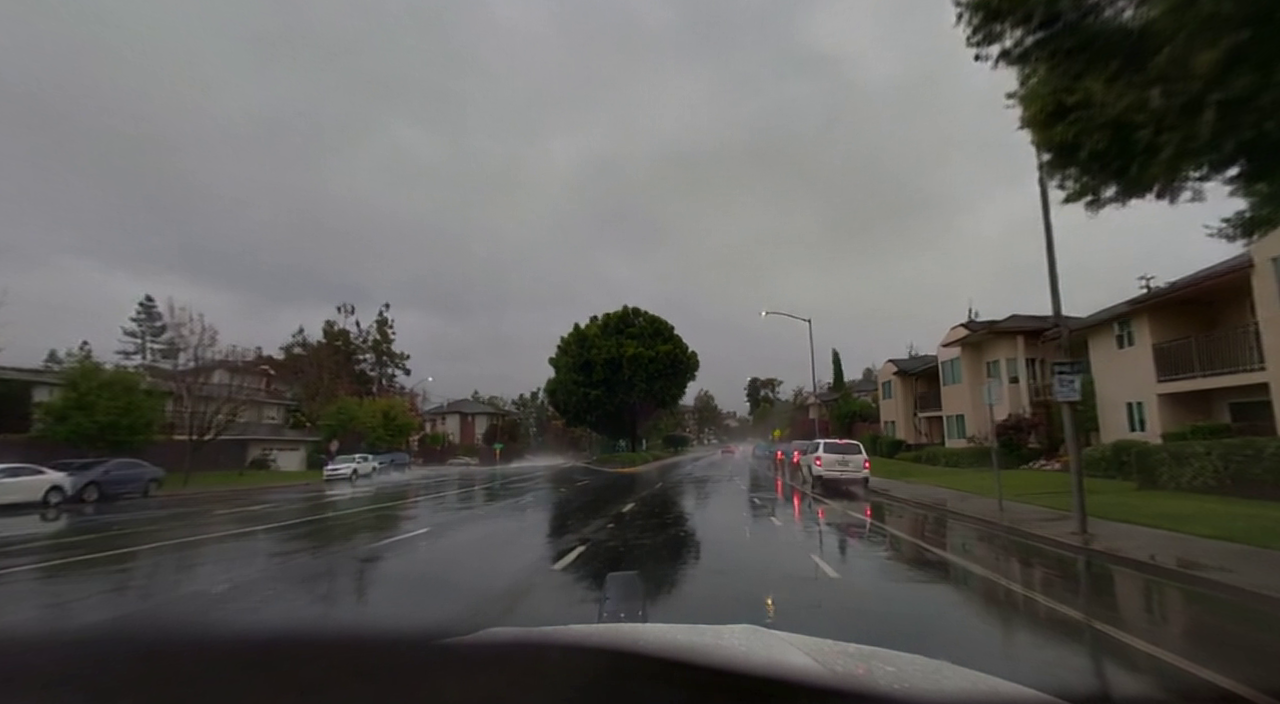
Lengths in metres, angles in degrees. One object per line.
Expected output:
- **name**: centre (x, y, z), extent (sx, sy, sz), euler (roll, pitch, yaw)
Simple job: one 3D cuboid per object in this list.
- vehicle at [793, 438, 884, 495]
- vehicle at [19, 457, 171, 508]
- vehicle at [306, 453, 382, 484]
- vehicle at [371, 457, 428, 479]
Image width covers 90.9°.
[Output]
- **vehicle**: centre (6.317, 3.667, 20.535), extent (2.011, 1.649, 4.001), euler (-1, -9, 6)
- **vehicle**: centre (-21.477, 5.107, 25.117), extent (1.886, 1.777, 4.273), euler (-1, -9, 7)
- **vehicle**: centre (-19.338, 7.615, 41.469), extent (2.060, 1.814, 5.097), euler (-1, -9, 7)
- **vehicle**: centre (-18.125, 8.752, 47.757), extent (1.909, 1.451, 4.757), euler (-2, -9, 9)
